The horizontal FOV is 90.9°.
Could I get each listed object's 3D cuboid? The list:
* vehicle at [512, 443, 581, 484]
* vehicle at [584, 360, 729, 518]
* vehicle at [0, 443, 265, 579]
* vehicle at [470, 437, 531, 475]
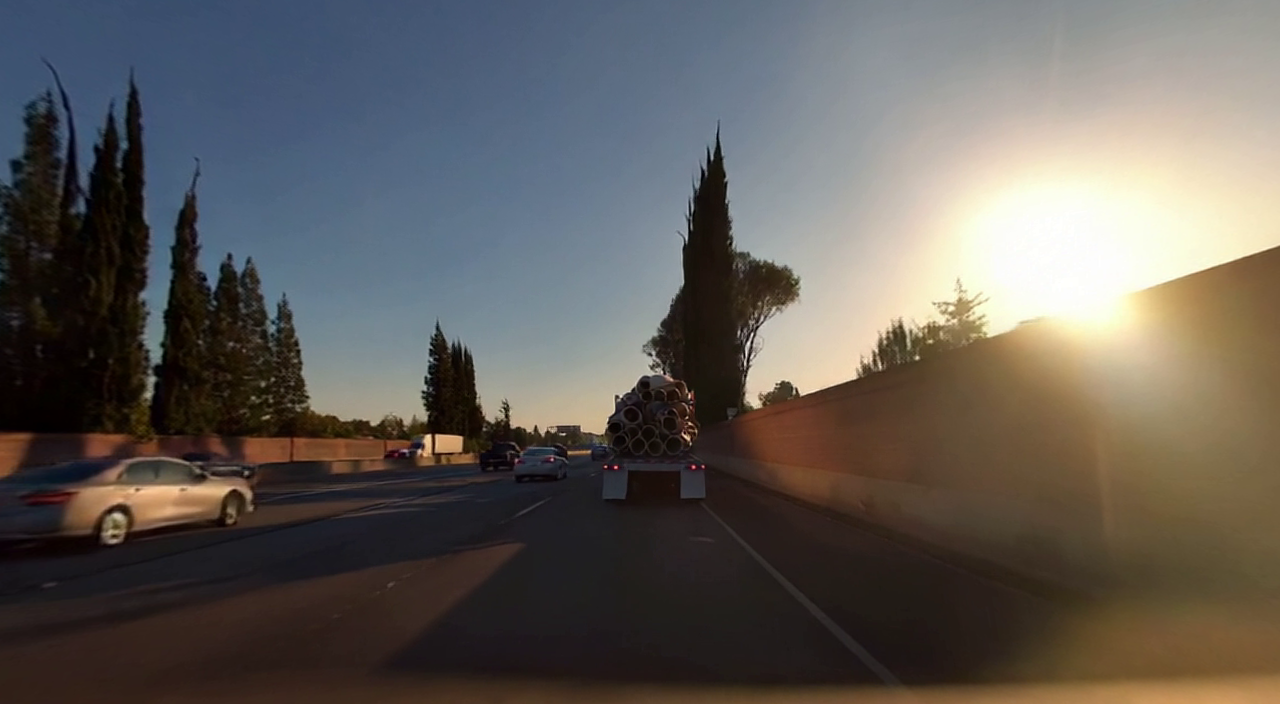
[{"bbox_3d":[-3.624,4.391,25.229,1.974,1.475,4.538,0,-8,1],"label":"vehicle"},{"bbox_3d":[0.351,2.290,16.550,2.798,3.071,8.412,0,-8,1],"label":"vehicle"},{"bbox_3d":[-7.884,2.056,9.088,2.006,1.458,4.700,0,-8,1],"label":"vehicle"},{"bbox_3d":[-7.468,5.635,34.430,2.164,1.874,5.004,0,-8,0],"label":"vehicle"}]
